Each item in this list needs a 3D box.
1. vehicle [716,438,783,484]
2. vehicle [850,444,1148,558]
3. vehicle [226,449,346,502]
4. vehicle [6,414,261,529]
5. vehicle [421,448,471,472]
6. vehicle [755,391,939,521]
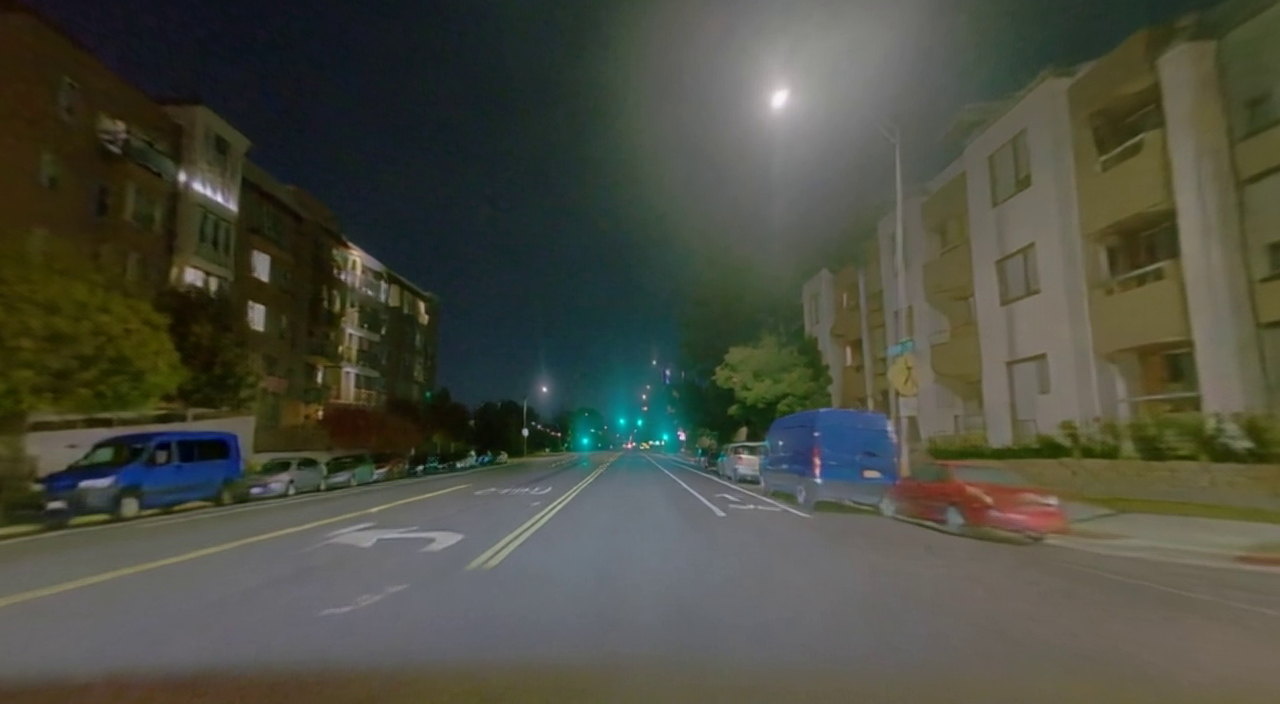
[{"bbox_3d":[4.480,4.506,26.539,1.927,1.718,4.679,0,-8,0],"label":"vehicle"},{"bbox_3d":[5.541,2.283,10.578,1.848,1.468,4.332,2,-9,-12],"label":"vehicle"},{"bbox_3d":[-12.484,4.335,22.677,1.892,1.472,4.523,-3,-7,-3],"label":"vehicle"},{"bbox_3d":[-12.646,2.933,16.487,2.164,2.386,5.460,-2,-7,-1],"label":"vehicle"},{"bbox_3d":[-13.091,7.305,42.891,1.954,1.491,4.633,0,-8,-1],"label":"vehicle"},{"bbox_3d":[4.831,2.575,16.081,2.414,2.670,5.833,1,-8,-3],"label":"vehicle"}]
